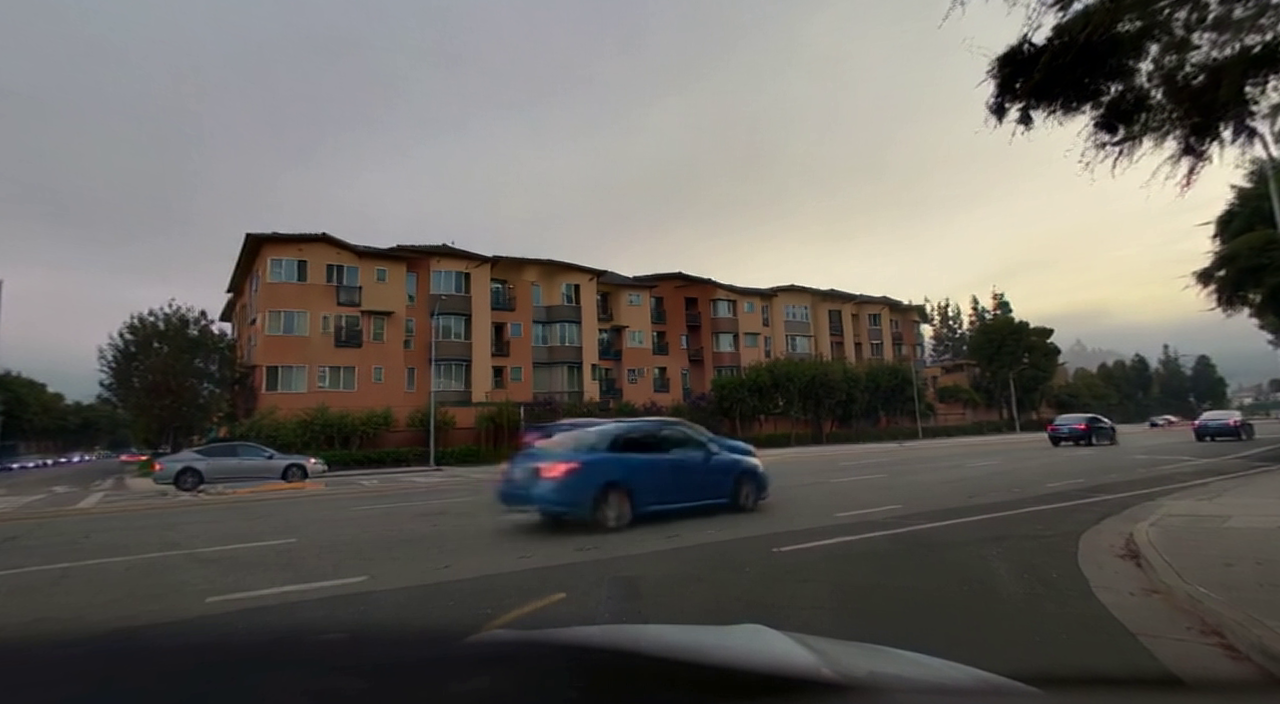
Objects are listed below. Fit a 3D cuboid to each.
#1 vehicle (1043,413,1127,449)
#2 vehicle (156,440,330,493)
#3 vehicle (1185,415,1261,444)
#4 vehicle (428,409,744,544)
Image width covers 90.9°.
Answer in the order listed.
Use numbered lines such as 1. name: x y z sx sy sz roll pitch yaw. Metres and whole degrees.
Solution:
1. vehicle: 22.838 4.083 32.314 4.683 1.678 1.981 6 -10 -36
2. vehicle: -12.087 3.443 19.361 4.289 1.415 1.774 6 -10 -37
3. vehicle: 30.934 4.143 33.403 4.521 1.433 1.943 6 -10 -35
4. vehicle: -0.717 1.812 9.805 4.438 1.625 2.033 6 -10 -35
